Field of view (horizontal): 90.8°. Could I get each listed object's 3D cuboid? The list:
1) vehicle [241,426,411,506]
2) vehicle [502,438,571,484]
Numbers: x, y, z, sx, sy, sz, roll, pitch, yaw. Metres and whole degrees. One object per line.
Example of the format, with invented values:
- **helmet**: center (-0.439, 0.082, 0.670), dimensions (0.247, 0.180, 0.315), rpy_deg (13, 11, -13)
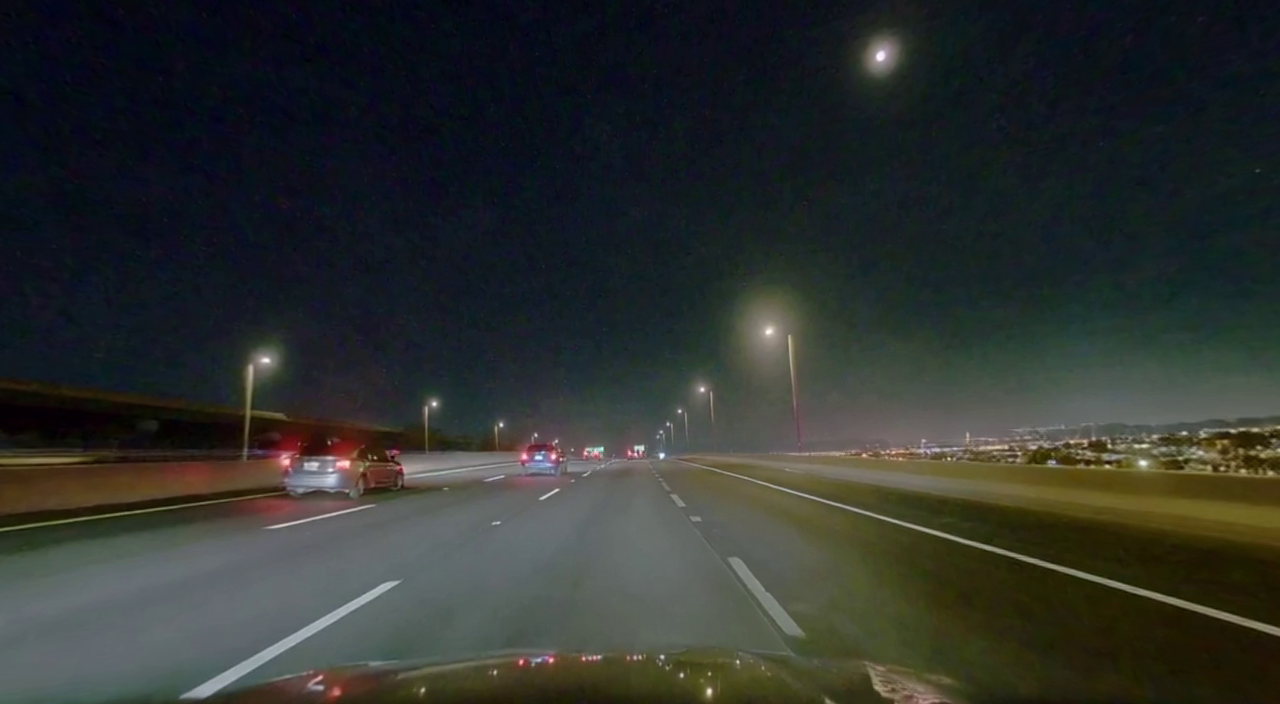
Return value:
- **vehicle**: center (-8.152, 3.004, 17.110), dimensions (2.040, 1.824, 4.917), rpy_deg (0, -9, 0)
- **vehicle**: center (-4.113, 4.400, 25.781), dimensions (2.075, 1.702, 4.257), rpy_deg (0, -9, 0)
